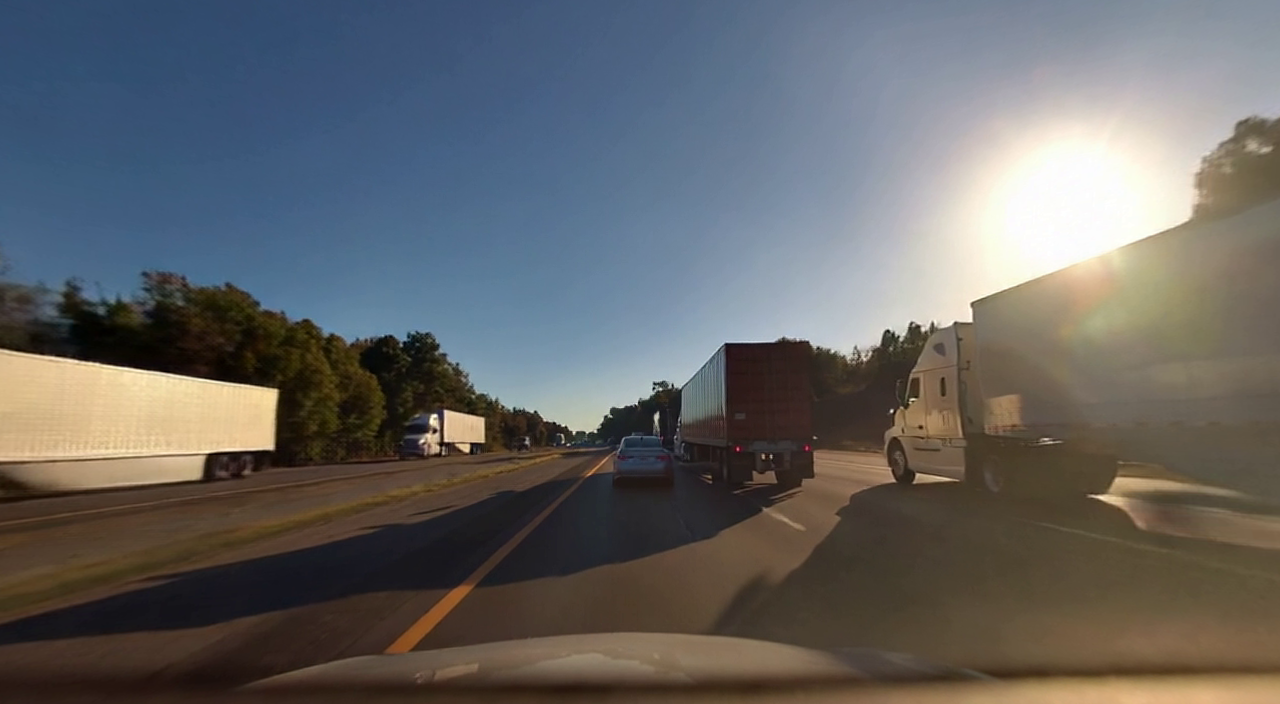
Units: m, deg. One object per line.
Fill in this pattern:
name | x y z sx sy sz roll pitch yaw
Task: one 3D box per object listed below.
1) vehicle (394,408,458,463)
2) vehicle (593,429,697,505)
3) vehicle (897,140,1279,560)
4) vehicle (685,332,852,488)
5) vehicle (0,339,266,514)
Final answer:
vehicle | -16.824 6.608 49.990 2.903 4.010 6.212 0 -8 -1
vehicle | 0.046 2.500 14.241 2.038 1.477 3.773 0 -8 -2
vehicle | 8.149 0.251 8.585 3.110 4.308 14.260 0 -8 -1
vehicle | 3.853 2.425 23.603 2.888 4.099 14.183 0 -8 -2
vehicle | -16.598 2.276 18.653 2.840 4.093 13.930 0 -8 -1
